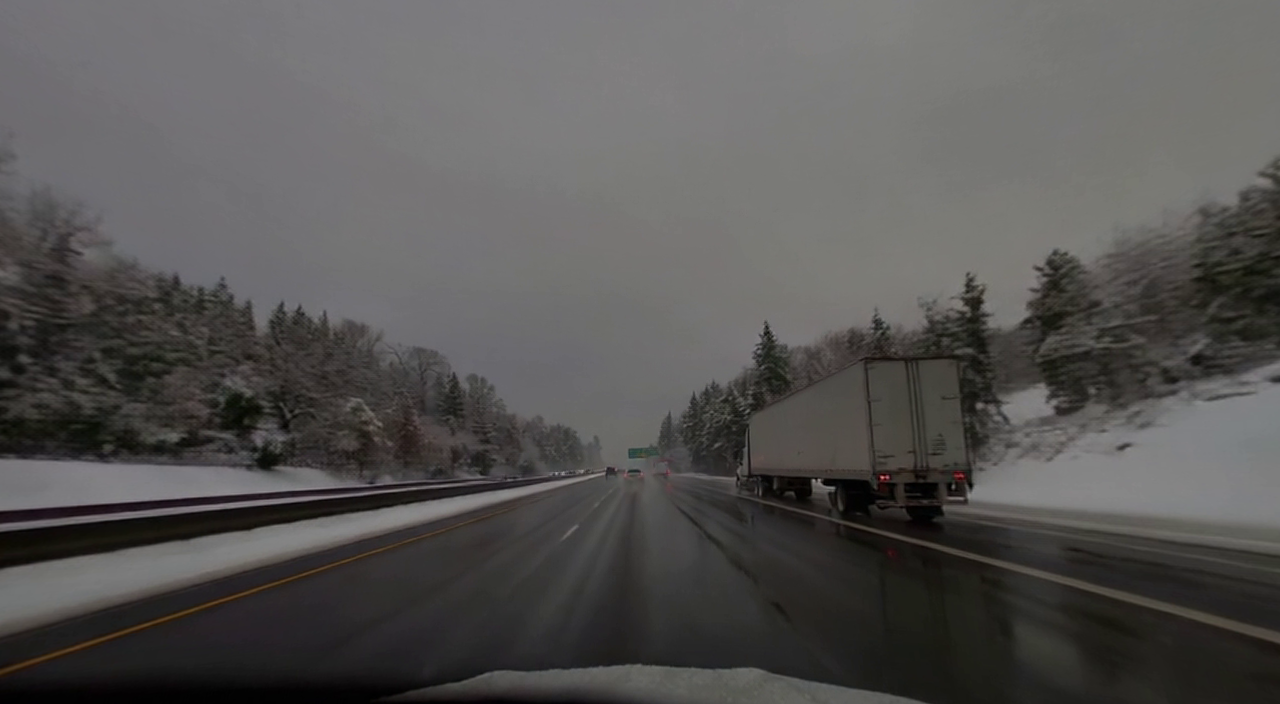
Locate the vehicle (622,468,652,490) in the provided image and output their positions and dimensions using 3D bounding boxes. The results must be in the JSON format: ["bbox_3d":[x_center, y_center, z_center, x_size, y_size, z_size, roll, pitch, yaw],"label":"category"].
[{"bbox_3d":[-0.241,8.933,44.524,2.029,1.459,3.684,1,-10,-1],"label":"vehicle"}]

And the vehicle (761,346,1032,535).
[{"bbox_3d":[6.860,3.147,20.608,2.926,4.073,13.836,1,-10,0],"label":"vehicle"}]
